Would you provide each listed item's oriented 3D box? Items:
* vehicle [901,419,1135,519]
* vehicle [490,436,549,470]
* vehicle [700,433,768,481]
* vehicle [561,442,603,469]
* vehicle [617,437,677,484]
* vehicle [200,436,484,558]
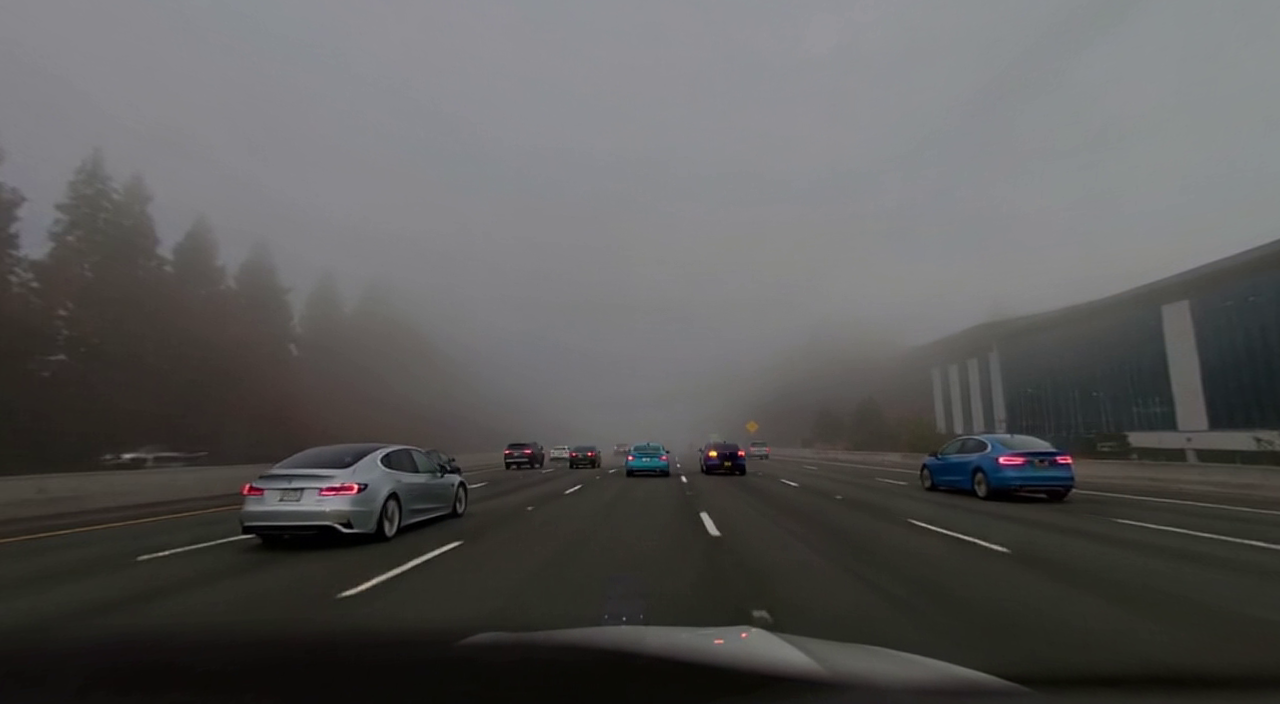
[{"bbox_3d":[7.687,2.421,13.627,1.960,1.726,5.016,0,-8,1],"label":"vehicle"},{"bbox_3d":[-6.961,5.885,37.044,2.187,1.851,5.085,-1,-8,3],"label":"vehicle"},{"bbox_3d":[3.607,4.122,24.964,2.114,1.715,4.136,-1,-8,1],"label":"vehicle"},{"bbox_3d":[-3.310,6.043,36.977,1.886,1.455,4.148,-1,-8,3],"label":"vehicle"},{"bbox_3d":[0.320,4.098,24.199,2.102,1.624,4.257,-1,-8,2],"label":"vehicle"},{"bbox_3d":[-4.275,2.138,10.150,2.116,1.473,4.644,-1,-8,3],"label":"vehicle"}]
